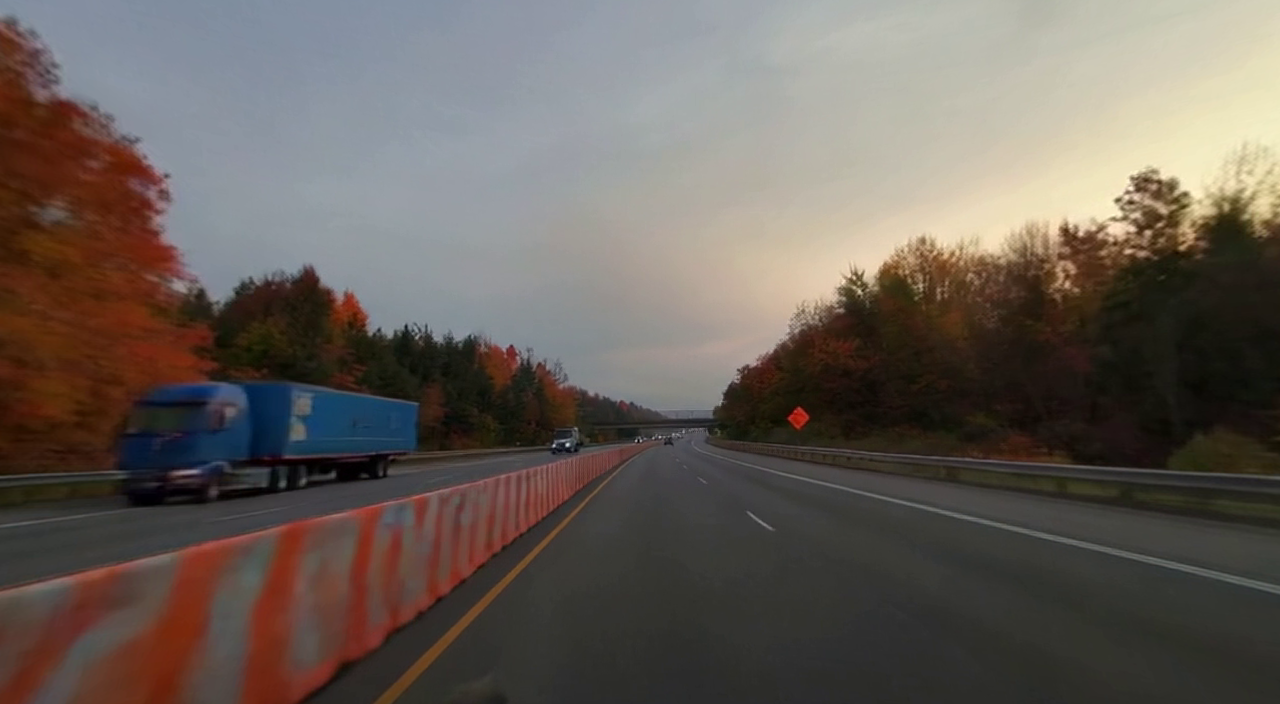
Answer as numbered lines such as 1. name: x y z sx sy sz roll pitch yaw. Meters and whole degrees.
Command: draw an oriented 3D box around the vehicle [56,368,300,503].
1. vehicle: -14.692 2.789 20.874 3.094 3.803 6.248 0 -8 1
